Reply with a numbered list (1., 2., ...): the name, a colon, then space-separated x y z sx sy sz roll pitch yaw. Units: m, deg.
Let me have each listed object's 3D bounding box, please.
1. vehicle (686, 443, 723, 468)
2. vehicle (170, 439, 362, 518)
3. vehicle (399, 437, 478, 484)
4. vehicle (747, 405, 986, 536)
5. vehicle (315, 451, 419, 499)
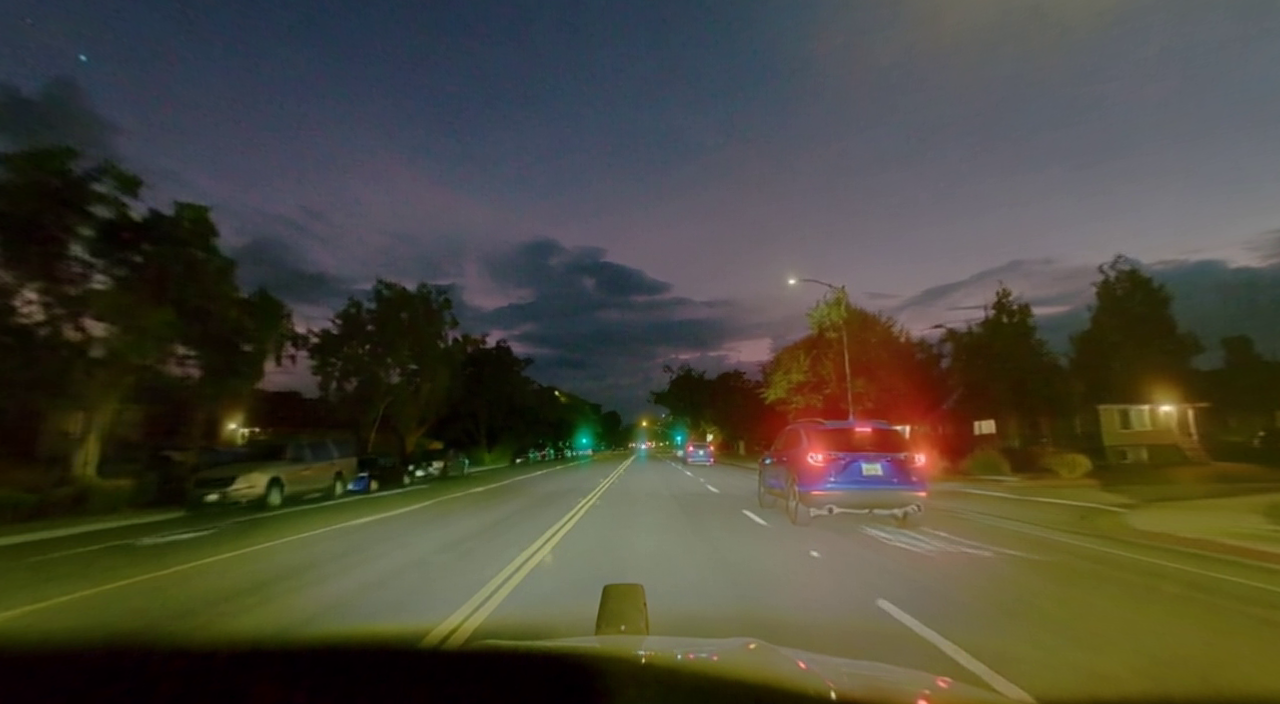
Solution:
1. vehicle: 3.987 6.503 39.819 1.956 1.492 4.425 0 -8 1
2. vehicle: -10.567 3.575 18.572 2.261 1.851 5.724 -2 -8 -1
3. vehicle: -10.358 5.620 32.964 2.254 2.127 5.697 -3 -9 0
4. vehicle: 3.800 2.163 12.180 2.497 1.889 5.833 0 -8 1
5. vehicle: -10.490 4.729 24.667 2.006 1.476 4.570 -3 -8 1
